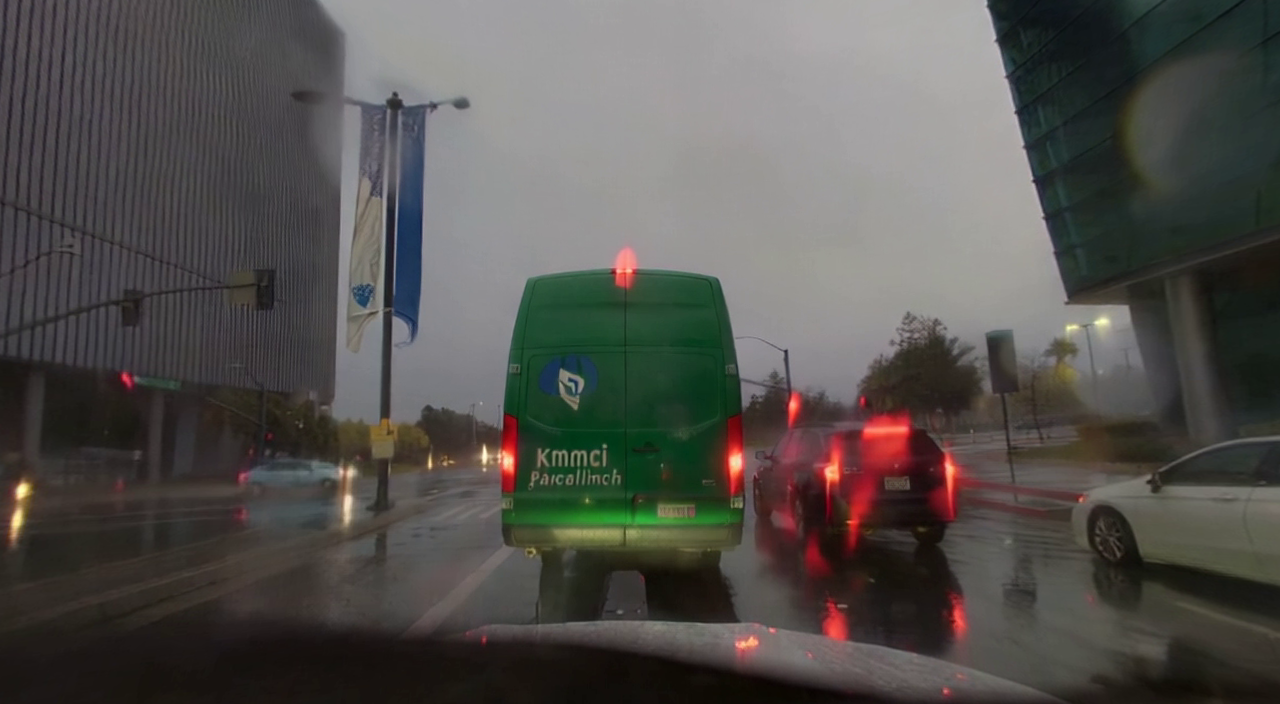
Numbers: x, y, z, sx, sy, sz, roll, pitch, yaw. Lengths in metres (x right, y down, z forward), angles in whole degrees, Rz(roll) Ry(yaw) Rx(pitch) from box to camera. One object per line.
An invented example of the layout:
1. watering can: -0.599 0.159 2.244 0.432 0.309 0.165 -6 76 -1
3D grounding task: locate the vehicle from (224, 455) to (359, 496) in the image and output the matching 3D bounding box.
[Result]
1. vehicle: -15.058 5.354 27.557 4.659 1.615 1.944 1 -9 -8

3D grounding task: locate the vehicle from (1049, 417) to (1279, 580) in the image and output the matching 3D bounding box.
1. vehicle: 7.528 1.577 6.992 1.963 1.669 4.678 3 -9 -20

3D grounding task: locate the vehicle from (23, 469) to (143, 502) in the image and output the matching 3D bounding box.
1. vehicle: -31.116 7.434 35.378 4.806 1.652 1.869 0 -8 -2

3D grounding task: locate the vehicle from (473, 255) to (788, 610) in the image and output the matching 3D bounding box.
1. vehicle: -0.042 1.177 9.087 2.613 3.035 7.342 0 -8 1

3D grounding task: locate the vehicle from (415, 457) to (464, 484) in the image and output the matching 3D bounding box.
1. vehicle: -14.666 8.685 46.556 1.997 1.806 4.630 0 -8 1

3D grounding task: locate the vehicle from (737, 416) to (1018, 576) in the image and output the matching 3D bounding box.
1. vehicle: 2.876 1.865 9.037 2.183 1.676 4.506 0 -8 -1
